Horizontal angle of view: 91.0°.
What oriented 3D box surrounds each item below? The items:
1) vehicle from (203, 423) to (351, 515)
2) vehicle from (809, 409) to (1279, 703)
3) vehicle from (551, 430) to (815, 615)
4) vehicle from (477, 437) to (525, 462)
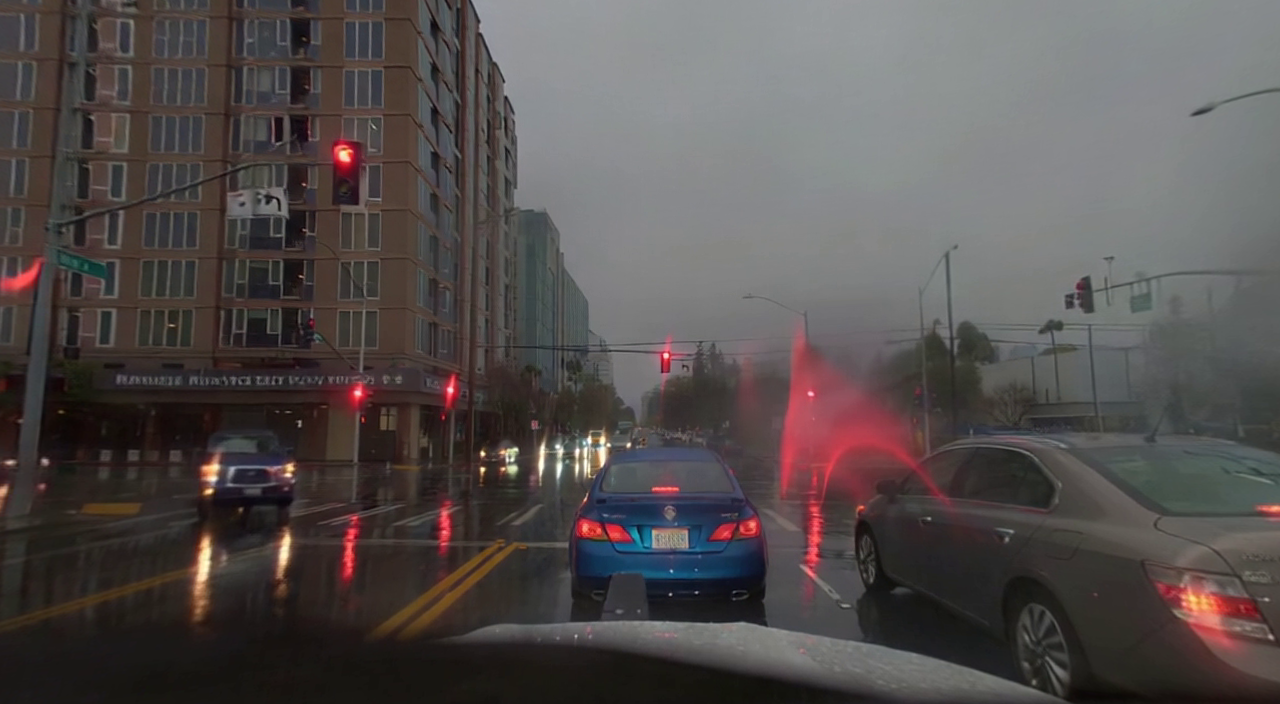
[{"bbox_3d":[-9.490,2.882,16.154,2.338,1.889,5.998,6,-11,-37],"label":"vehicle"},{"bbox_3d":[2.810,1.285,4.561,1.961,1.498,4.356,0,-8,0],"label":"vehicle"},{"bbox_3d":[0.251,1.678,7.195,2.132,1.464,4.089,0,-8,-3],"label":"vehicle"},{"bbox_3d":[-9.401,6.635,42.909,2.030,1.596,3.912,-1,-8,5],"label":"vehicle"}]
